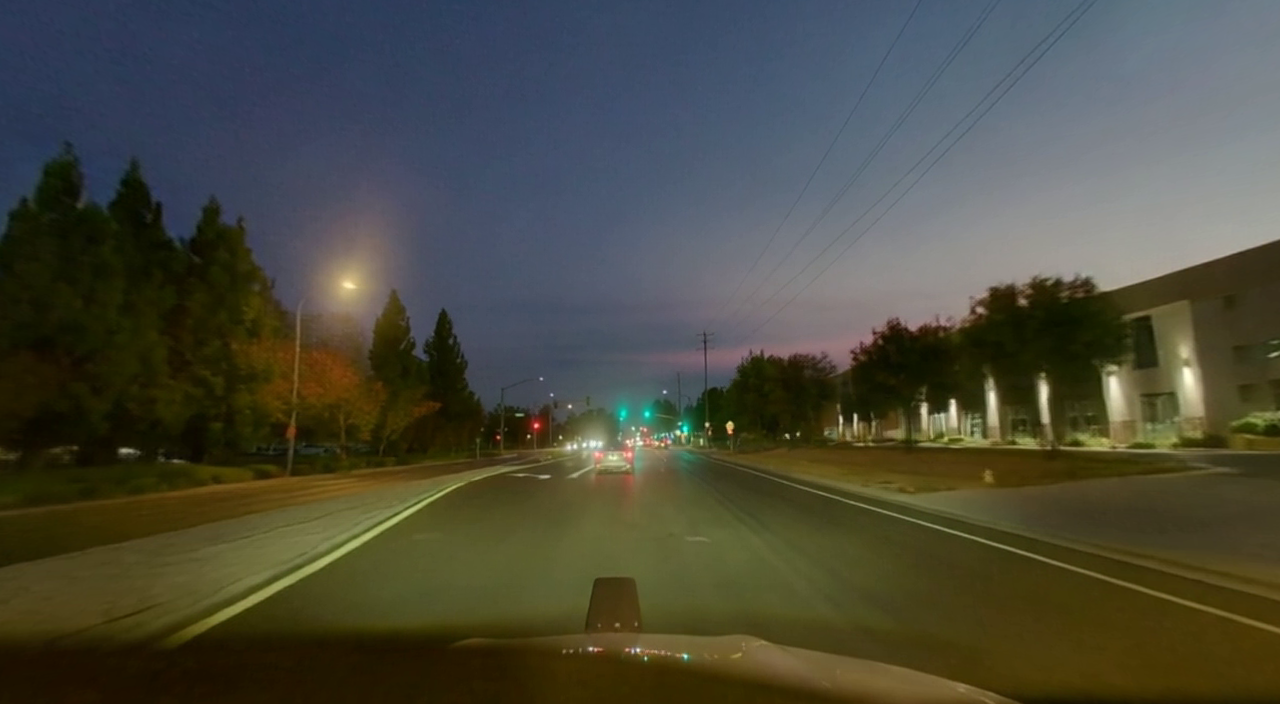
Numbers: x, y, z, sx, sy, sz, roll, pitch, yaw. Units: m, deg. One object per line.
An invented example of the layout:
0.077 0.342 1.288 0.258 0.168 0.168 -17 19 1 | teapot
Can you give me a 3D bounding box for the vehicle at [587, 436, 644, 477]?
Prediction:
-0.890 4.125 25.161 2.075 1.470 3.962 0 -8 0 | vehicle
